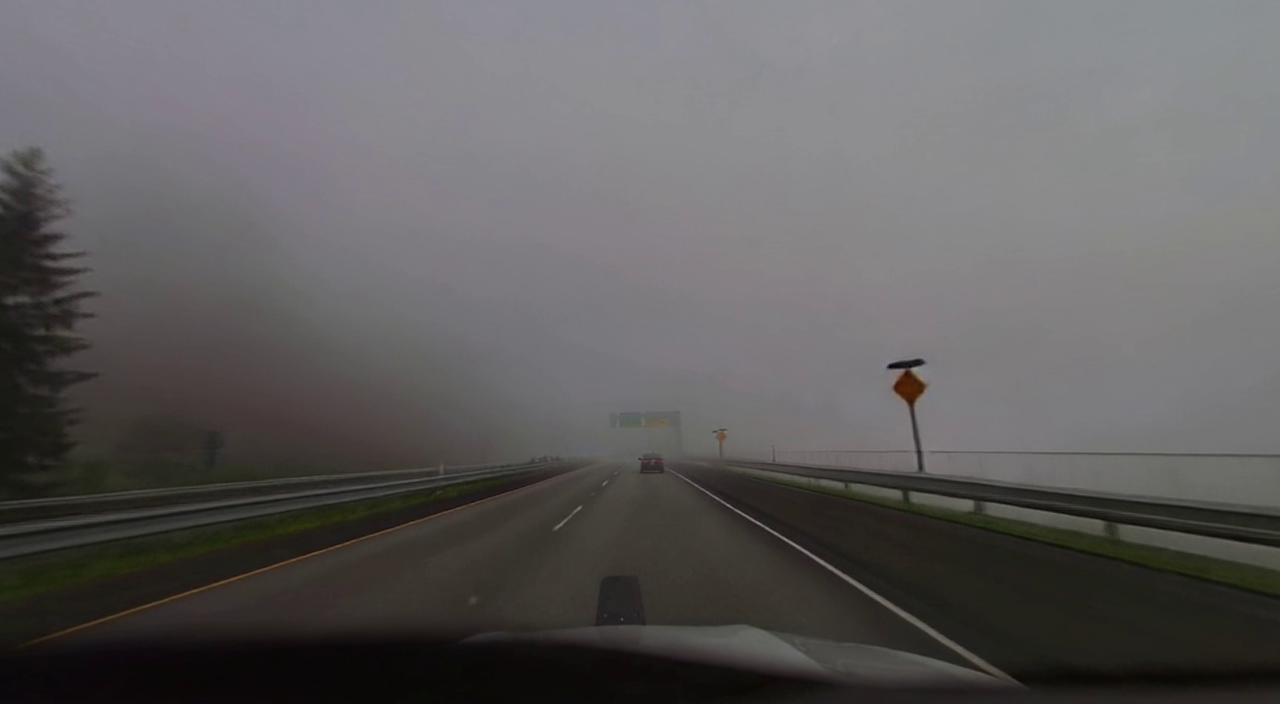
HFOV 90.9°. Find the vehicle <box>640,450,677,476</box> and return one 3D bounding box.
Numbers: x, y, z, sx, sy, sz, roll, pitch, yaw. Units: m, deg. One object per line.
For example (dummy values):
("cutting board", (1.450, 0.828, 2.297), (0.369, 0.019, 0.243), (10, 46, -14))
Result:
("vehicle", (1.021, 6.462, 36.816), (2.036, 1.457, 3.471), (0, -9, -1))
